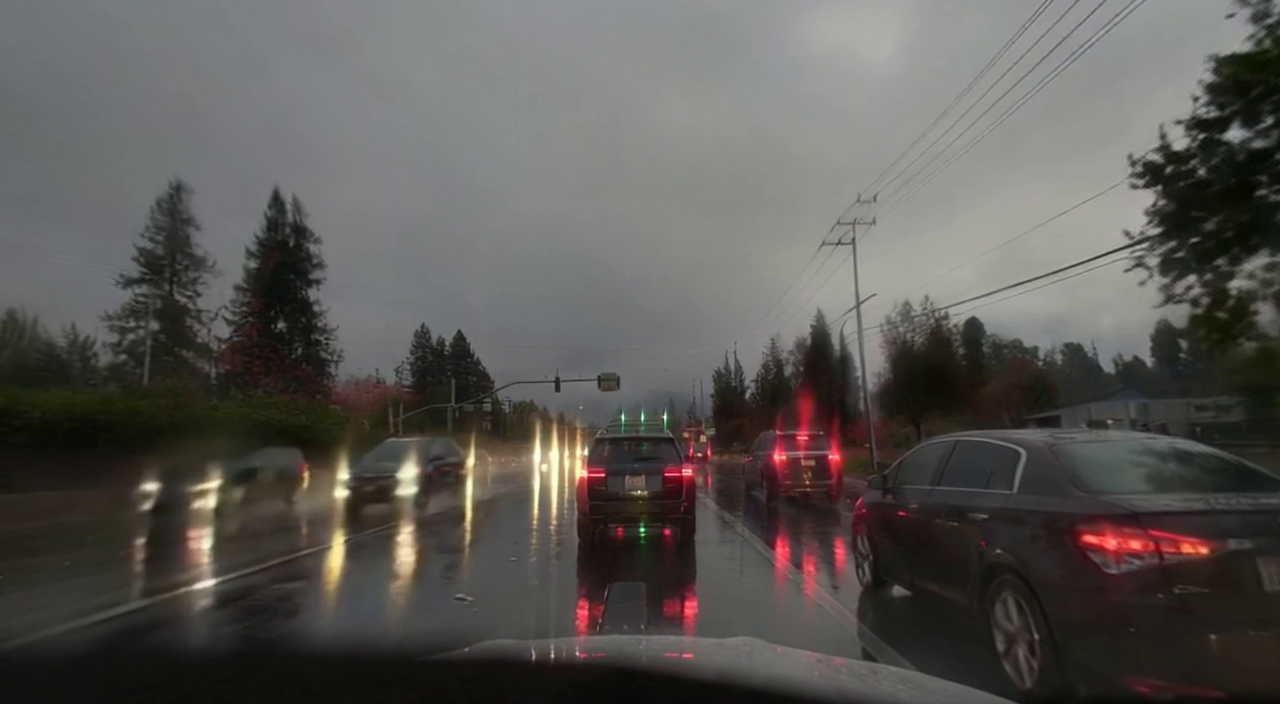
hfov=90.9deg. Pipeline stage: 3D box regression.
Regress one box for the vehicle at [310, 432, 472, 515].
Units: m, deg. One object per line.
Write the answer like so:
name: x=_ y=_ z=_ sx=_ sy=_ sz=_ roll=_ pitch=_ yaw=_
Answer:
vehicle: x=-6.342 y=3.141 z=16.877 sx=2.328 sy=1.861 sz=4.891 roll=0 pitch=-8 yaw=0

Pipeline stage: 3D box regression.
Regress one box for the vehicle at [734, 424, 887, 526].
vehicle: x=3.176 y=2.371 z=12.707 sx=1.914 sy=1.698 sz=4.049 roll=0 pitch=-8 yaw=0

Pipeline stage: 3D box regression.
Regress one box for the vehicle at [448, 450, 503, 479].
vehicle: x=-9.188 y=6.322 z=35.611 sx=1.854 sy=1.459 sz=4.288 roll=-1 pitch=-8 yaw=2

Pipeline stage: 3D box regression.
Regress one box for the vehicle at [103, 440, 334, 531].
vehicle: x=-9.944 y=3.128 z=15.552 sx=2.230 sy=1.831 sz=4.941 roll=0 pitch=-8 yaw=1

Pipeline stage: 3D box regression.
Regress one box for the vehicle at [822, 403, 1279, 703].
vehicle: x=2.873 y=1.235 z=4.378 sx=1.950 sy=1.487 sz=4.275 roll=0 pitch=-8 yaw=0

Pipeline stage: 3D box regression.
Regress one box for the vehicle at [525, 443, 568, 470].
vehicle: x=-6.377 y=7.161 z=43.426 sx=2.218 sy=1.722 sz=4.397 roll=-1 pitch=-8 yaw=1

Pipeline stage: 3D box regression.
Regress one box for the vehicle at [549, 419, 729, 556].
vehicle: x=0.005 y=1.968 z=9.864 sx=2.200 sy=1.653 sz=4.127 roll=0 pitch=-8 yaw=1
